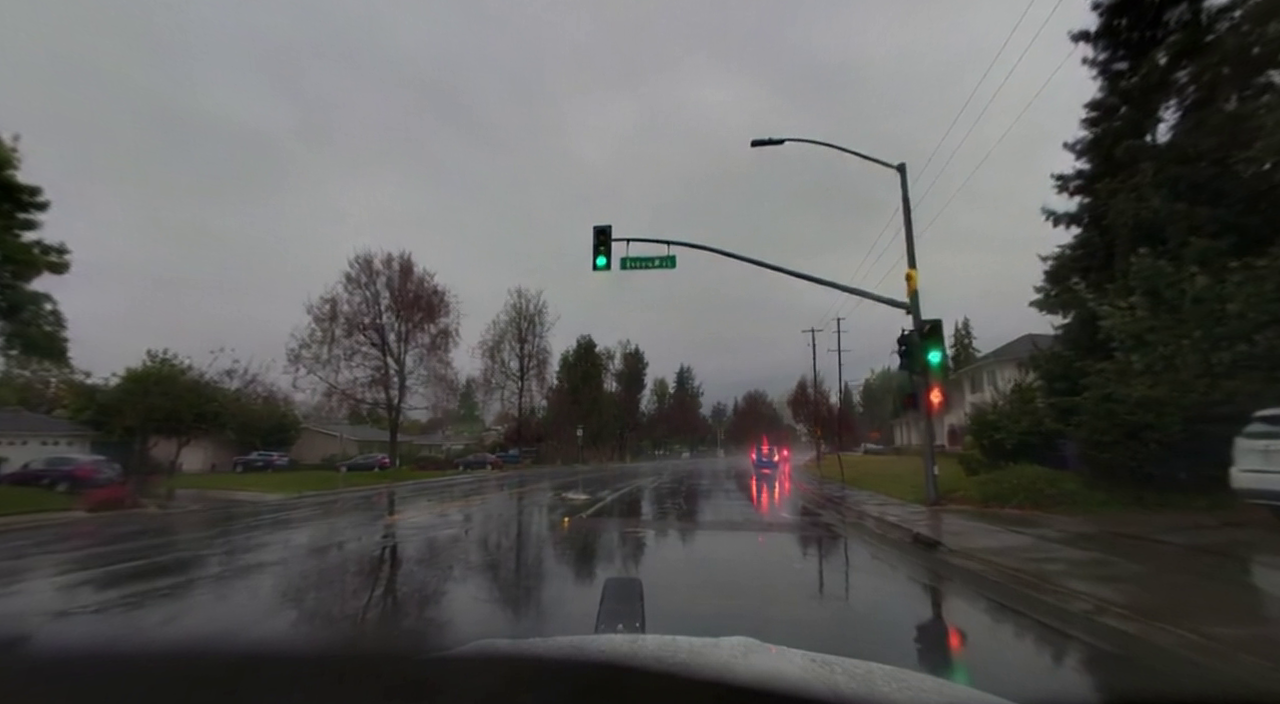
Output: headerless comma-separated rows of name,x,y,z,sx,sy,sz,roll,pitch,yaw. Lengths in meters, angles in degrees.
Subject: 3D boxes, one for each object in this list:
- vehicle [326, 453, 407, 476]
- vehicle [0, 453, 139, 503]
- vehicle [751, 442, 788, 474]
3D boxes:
vehicle,-18.229,7.501,42.165,4.658,1.482,1.879,-2,-9,12
vehicle,-20.264,4.352,22.083,4.028,1.610,1.881,-1,-9,7
vehicle,7.678,6.251,37.465,1.989,1.782,4.351,-2,-9,12
